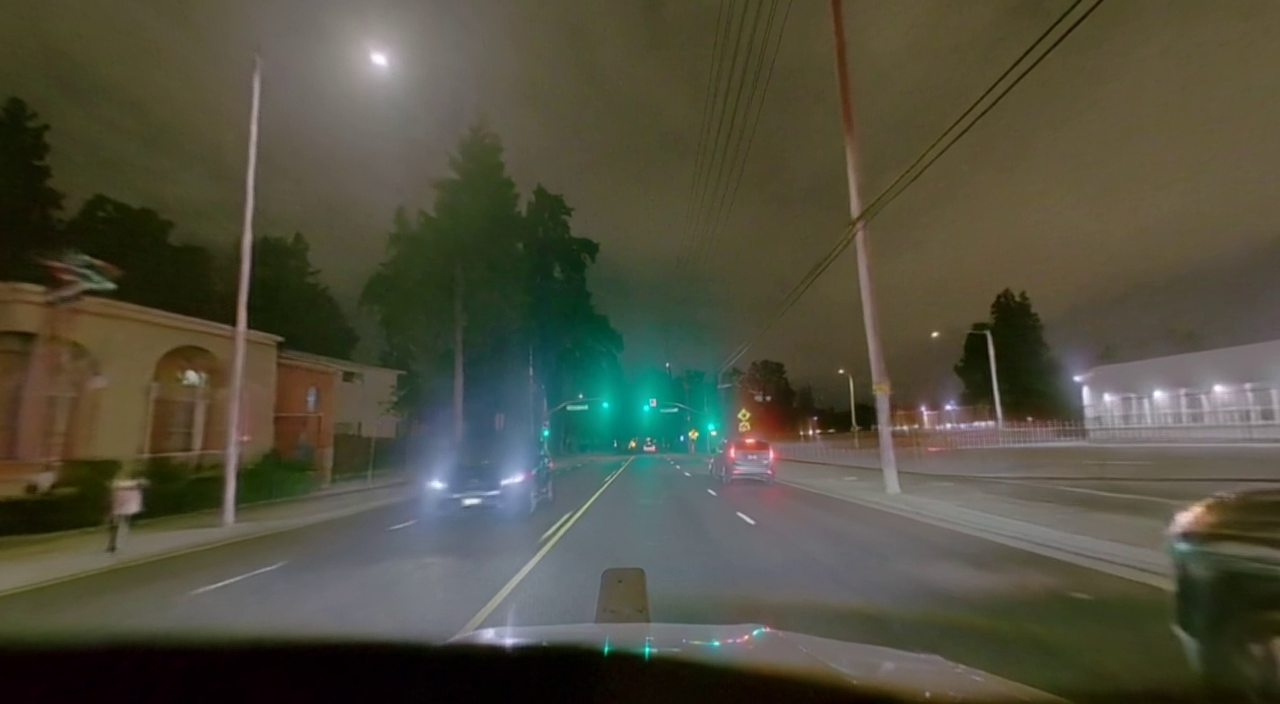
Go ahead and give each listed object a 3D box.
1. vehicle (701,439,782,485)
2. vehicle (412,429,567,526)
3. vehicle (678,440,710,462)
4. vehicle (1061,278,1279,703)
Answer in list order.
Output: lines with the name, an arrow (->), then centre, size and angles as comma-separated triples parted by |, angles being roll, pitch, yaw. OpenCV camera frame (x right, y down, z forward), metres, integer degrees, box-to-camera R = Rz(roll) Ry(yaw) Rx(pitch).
vehicle -> 3.547, 3.946, 22.992 | 2.072, 1.471, 4.834 | 0, -9, -1
vehicle -> -2.927, 2.549, 13.409 | 2.109, 1.681, 4.417 | -1, -9, 2
vehicle -> 4.116, 7.631, 48.546 | 2.035, 1.564, 4.719 | -1, -9, 0
vehicle -> 3.234, 0.446, 0.483 | 2.251, 1.861, 5.144 | -1, -9, 0
